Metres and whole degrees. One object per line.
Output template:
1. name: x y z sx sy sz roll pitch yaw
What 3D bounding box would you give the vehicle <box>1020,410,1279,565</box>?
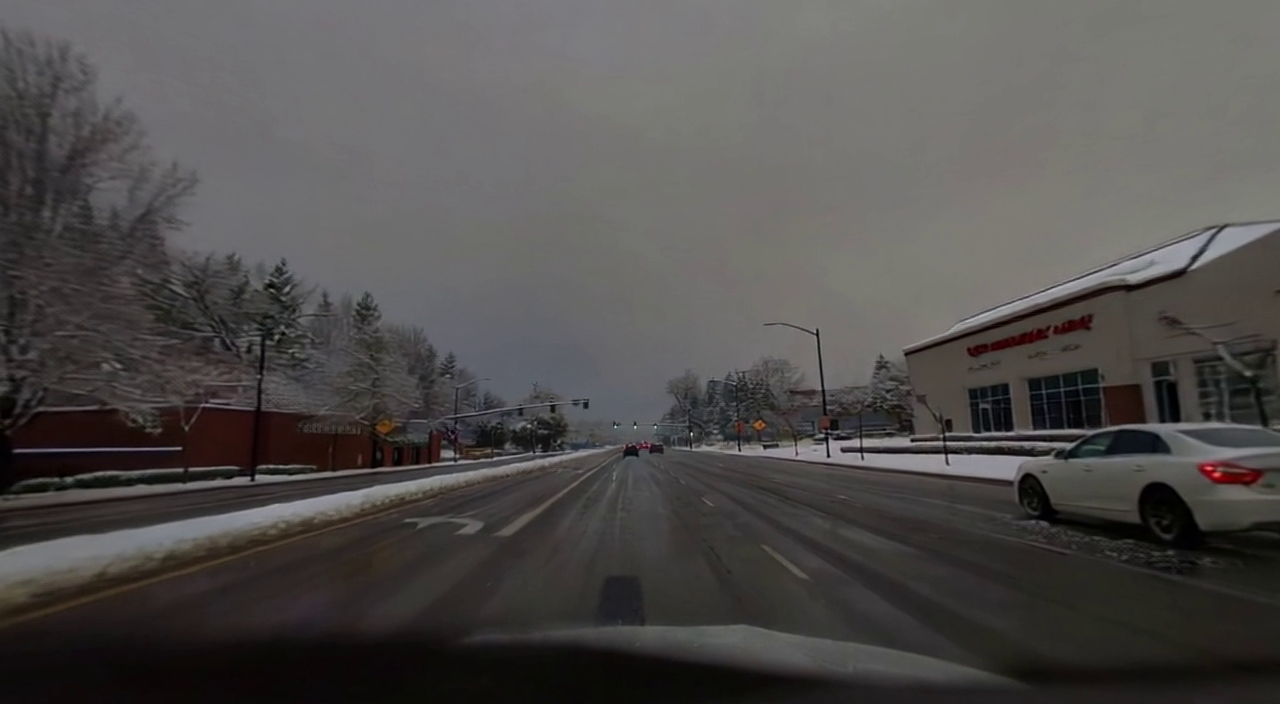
1. vehicle: 7.684 1.751 8.892 1.918 1.632 4.368 0 -8 0
